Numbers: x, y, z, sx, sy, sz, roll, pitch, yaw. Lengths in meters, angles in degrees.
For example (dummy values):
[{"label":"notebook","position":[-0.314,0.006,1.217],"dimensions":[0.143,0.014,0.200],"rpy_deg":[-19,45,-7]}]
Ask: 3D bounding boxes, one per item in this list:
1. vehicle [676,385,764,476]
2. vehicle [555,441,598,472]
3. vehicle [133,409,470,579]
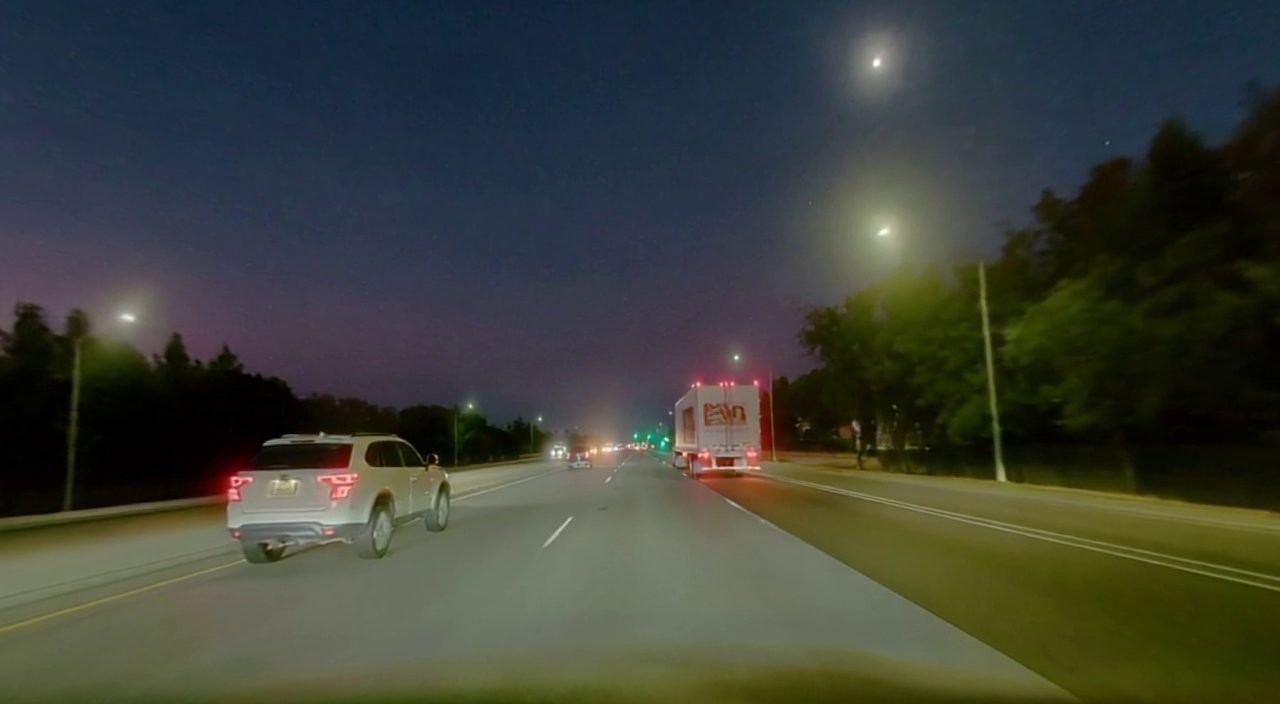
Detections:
[{"label":"vehicle","position":[4.124,4.690,36.303],"dimensions":[2.998,4.236,13.886],"rpy_deg":[0,-9,-1]},{"label":"vehicle","position":[-3.744,6.251,37.784],"dimensions":[2.139,1.716,4.530],"rpy_deg":[0,-9,0]},{"label":"vehicle","position":[-4.175,1.839,8.950],"dimensions":[2.202,1.760,4.617],"rpy_deg":[0,-9,0]}]
